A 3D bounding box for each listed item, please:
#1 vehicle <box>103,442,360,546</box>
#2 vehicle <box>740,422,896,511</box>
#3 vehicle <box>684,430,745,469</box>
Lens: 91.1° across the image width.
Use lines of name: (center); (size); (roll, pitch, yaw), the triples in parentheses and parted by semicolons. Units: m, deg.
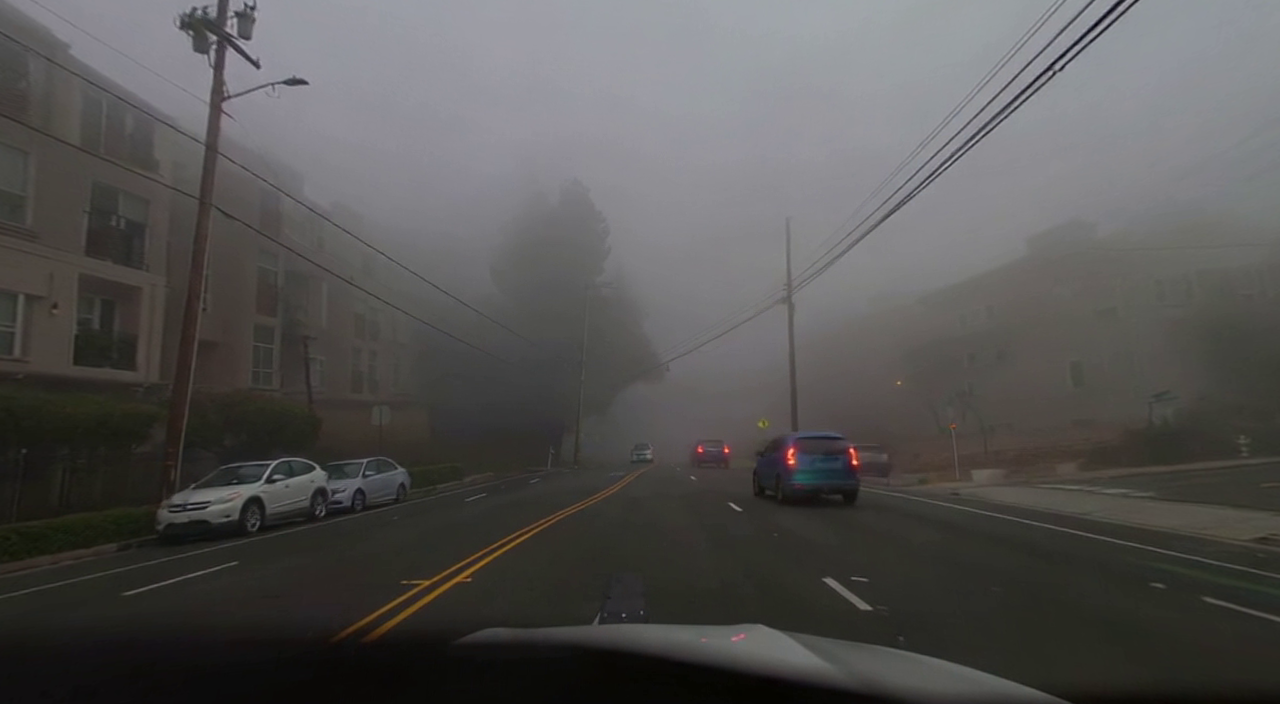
vehicle: (-8.349, 2.880, 13.580); (2.381, 1.825, 4.652); (0, -8, 0)
vehicle: (3.884, 2.613, 14.828); (2.306, 1.719, 4.805); (0, -8, 0)
vehicle: (3.710, 4.996, 32.321); (2.368, 1.840, 4.896); (0, -8, -2)
